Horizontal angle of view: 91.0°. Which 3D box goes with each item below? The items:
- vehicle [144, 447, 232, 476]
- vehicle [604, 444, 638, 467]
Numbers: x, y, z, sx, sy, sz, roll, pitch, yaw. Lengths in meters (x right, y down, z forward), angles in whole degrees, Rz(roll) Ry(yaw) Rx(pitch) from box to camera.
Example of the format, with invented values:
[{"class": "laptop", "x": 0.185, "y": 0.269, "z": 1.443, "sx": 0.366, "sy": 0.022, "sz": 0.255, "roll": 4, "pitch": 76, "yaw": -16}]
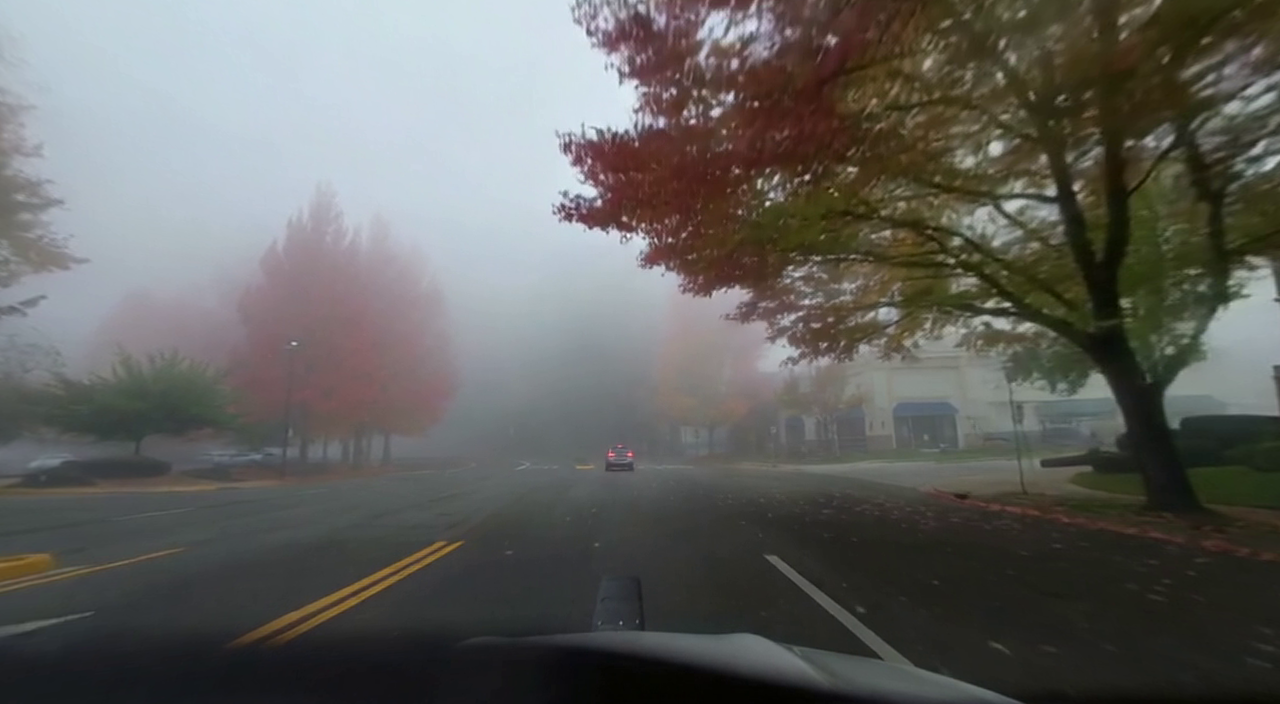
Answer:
[{"class": "vehicle", "x": -35.500, "y": 8.642, "z": 49.640, "sx": 5.135, "sy": 1.689, "sz": 2.269, "roll": -3, "pitch": -12, "yaw": -15}, {"class": "vehicle", "x": -1.403, "y": 7.299, "z": 44.487, "sx": 2.018, "sy": 1.512, "sz": 4.304, "roll": 1, "pitch": -8, "yaw": -7}]
